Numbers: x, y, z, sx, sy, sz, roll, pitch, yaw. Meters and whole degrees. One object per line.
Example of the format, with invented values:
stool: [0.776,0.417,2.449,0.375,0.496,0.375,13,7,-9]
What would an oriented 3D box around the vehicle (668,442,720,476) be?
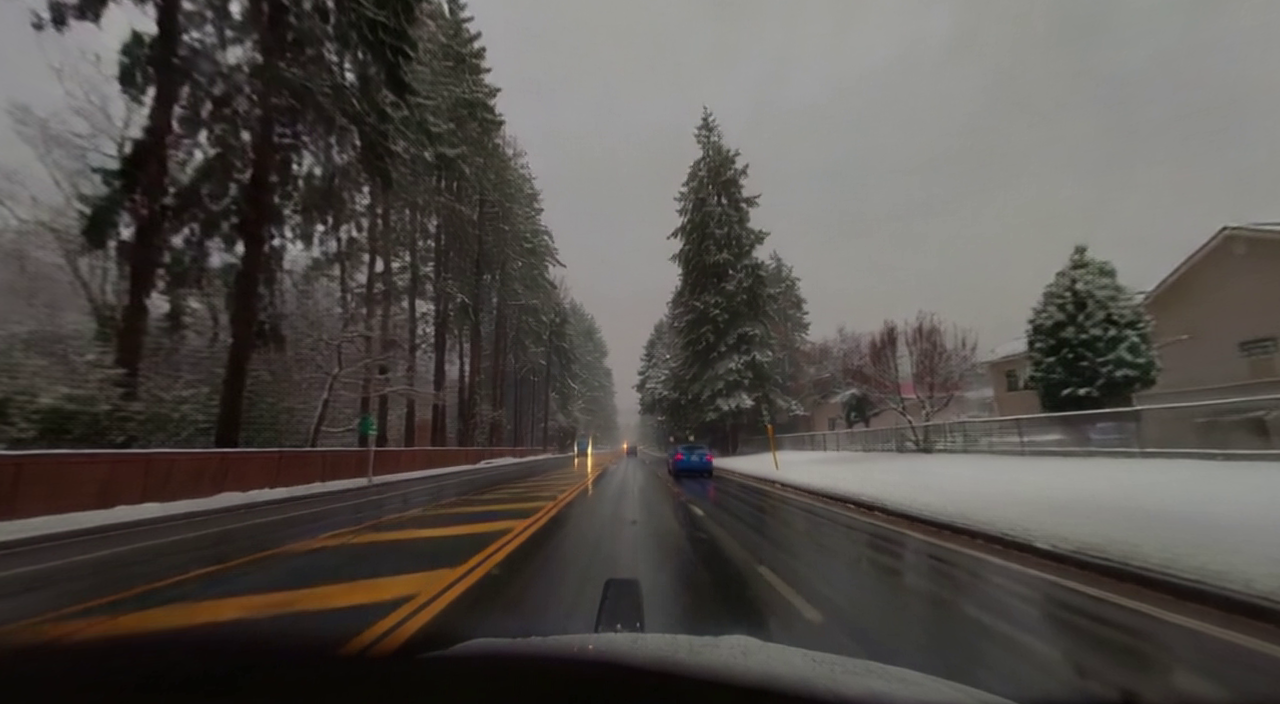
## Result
vehicle: [2.464,5.000,29.814,1.991,1.476,4.153,0,-9,-1]
